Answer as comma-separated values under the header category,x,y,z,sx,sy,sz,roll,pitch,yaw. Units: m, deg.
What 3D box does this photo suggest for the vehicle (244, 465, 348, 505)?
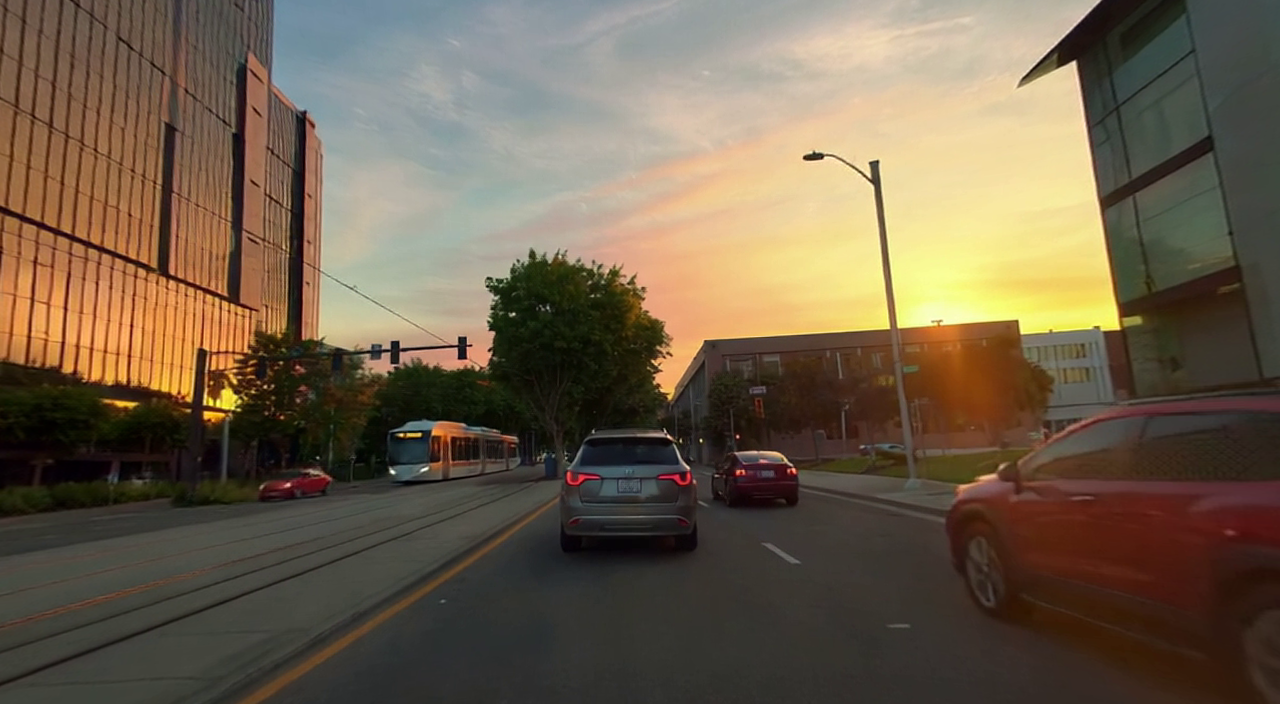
category,x,y,z,sx,sy,sz,roll,pitch,yaw
vehicle,-15.153,5.858,28.190,2.077,1.458,4.718,0,-9,-1

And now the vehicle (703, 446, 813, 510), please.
category,x,y,z,sx,sy,sz,roll,pitch,yaw
vehicle,2.990,3.296,17.057,1.993,1.480,4.324,0,-9,-2

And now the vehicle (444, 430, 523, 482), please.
category,x,y,z,sx,sy,sz,roll,pitch,yaw
vehicle,-11.107,7.507,46.183,3.053,3.359,10.539,0,-9,0

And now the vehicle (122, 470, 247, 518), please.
category,x,y,z,sx,sy,sz,roll,pitch,yaw
vehicle,-19.249,5.986,27.036,2.066,1.700,4.536,0,-9,-2

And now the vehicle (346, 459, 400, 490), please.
category,x,y,z,sx,sy,sz,roll,pitch,yaw
vehicle,-19.189,8.794,45.653,1.933,1.919,4.913,0,-9,-3

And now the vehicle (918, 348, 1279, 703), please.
category,x,y,z,sx,sy,sz,roll,pitch,yaw
vehicle,3.538,0.968,3.281,2.029,1.717,4.624,0,-9,0

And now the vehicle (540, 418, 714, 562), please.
category,x,y,z,sx,sy,sz,roll,pitch,yaw
vehicle,-0.245,2.051,10.140,2.178,1.779,4.255,0,-9,-2
